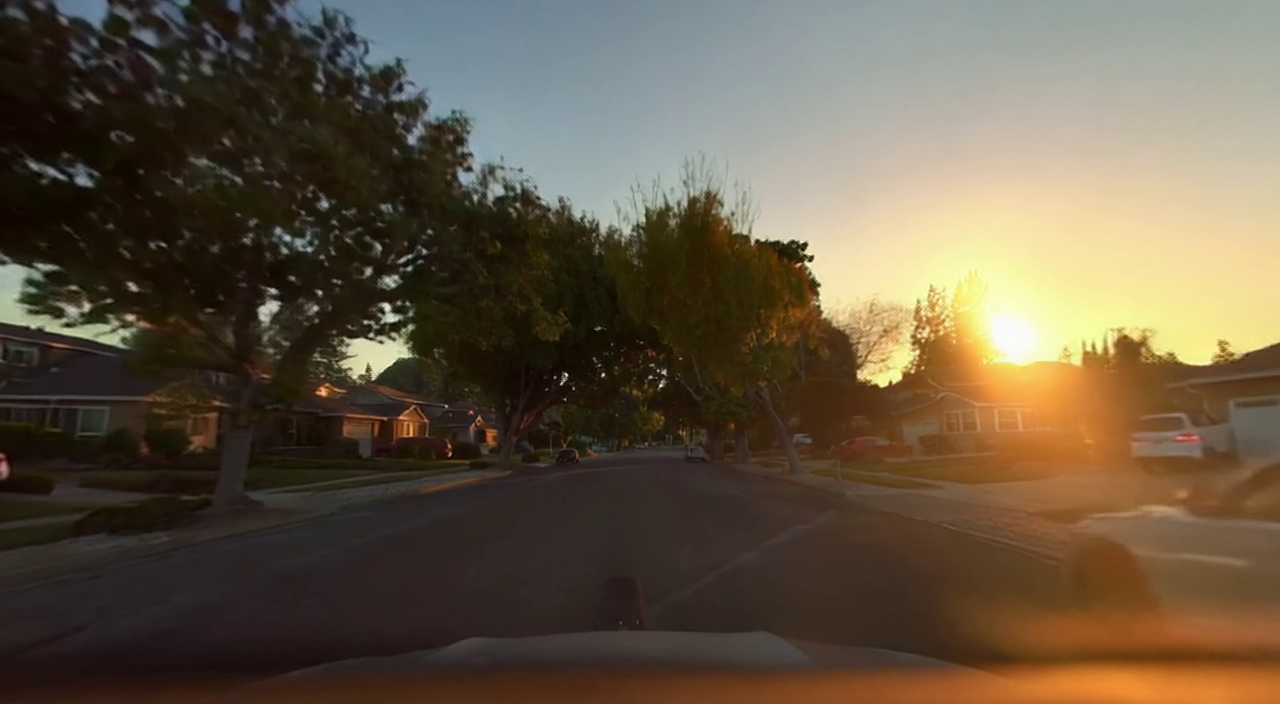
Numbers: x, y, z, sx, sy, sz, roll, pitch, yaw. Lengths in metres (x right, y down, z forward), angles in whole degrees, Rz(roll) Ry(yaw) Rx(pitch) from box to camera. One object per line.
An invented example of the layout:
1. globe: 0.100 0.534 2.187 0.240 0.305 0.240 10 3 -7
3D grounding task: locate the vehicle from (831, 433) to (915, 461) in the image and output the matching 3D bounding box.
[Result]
1. vehicle: 14.167 5.735 38.451 4.391 1.555 1.953 1 -7 -13

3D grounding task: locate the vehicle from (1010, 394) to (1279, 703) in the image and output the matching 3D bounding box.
1. vehicle: 3.863 0.911 2.262 2.136 1.596 4.790 0 -8 0

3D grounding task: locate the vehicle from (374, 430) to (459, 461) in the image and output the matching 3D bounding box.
1. vehicle: -15.307 6.470 43.433 5.003 1.805 2.041 10 -13 -37
